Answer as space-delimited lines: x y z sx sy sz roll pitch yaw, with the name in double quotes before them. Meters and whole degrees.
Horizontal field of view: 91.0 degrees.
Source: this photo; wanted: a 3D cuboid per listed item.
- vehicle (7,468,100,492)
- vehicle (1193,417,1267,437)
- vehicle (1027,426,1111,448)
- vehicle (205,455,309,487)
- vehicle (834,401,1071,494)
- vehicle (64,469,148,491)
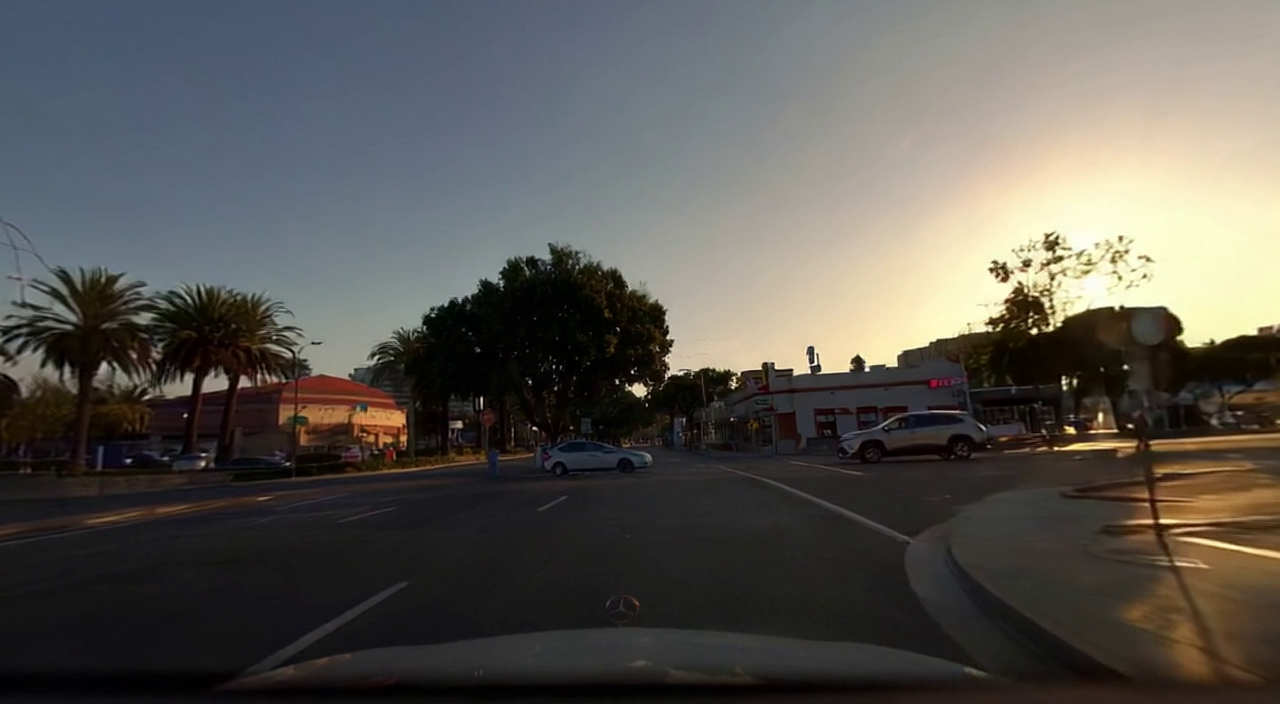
"vehicle" -44.004 9.598 47.267 4.854 1.696 1.834 1 -8 -5
"vehicle" 43.932 5.602 46.916 3.739 1.451 1.647 0 -8 0
"vehicle" 29.958 5.976 44.091 4.363 1.503 1.989 0 -8 3
"vehicle" -25.936 8.048 42.721 5.803 1.632 2.173 -4 -7 3
"vehicle" 7.534 2.355 15.621 4.640 1.800 2.026 -4 -9 1
"vehicle" -38.406 9.207 45.293 4.290 1.475 1.742 0 -8 -3
